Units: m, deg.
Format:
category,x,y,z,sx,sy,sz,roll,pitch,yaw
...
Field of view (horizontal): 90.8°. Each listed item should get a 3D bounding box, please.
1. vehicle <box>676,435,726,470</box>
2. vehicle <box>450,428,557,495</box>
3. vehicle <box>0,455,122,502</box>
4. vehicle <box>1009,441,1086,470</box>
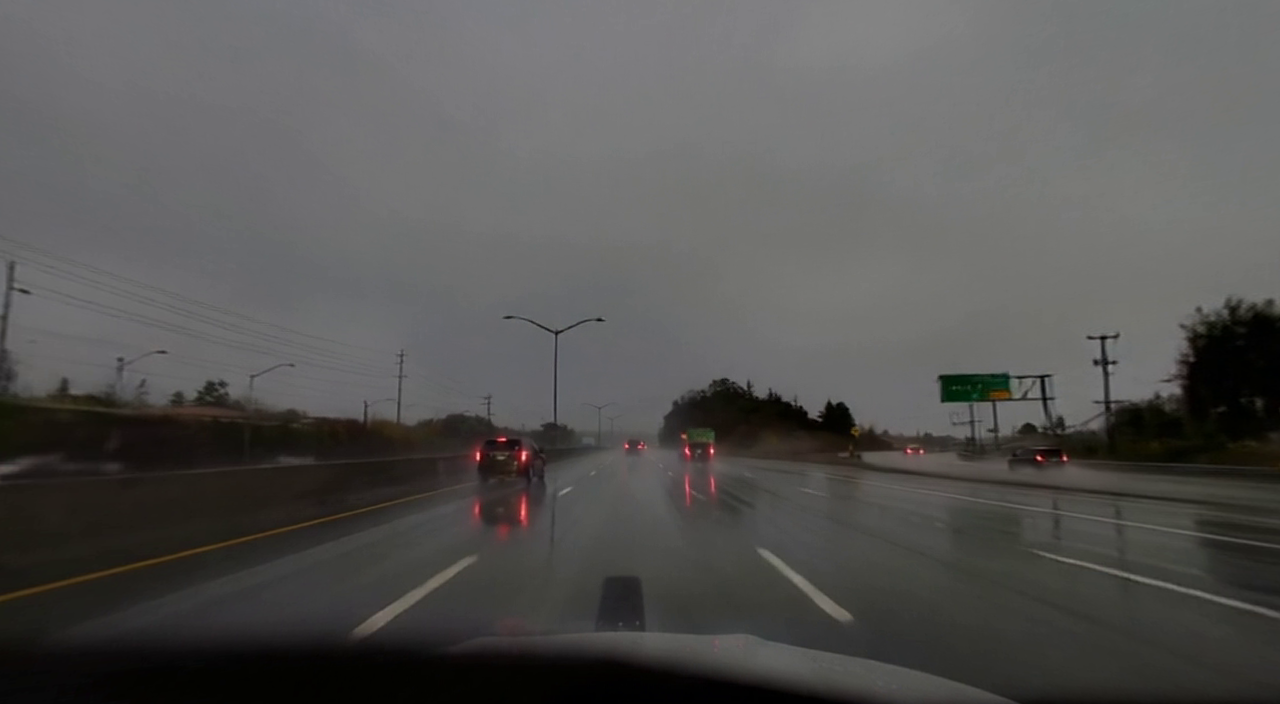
category,x,y,z,sx,sy,sz,roll,pitch,yaw
vehicle,2.969,5.033,31.743,1.997,1.638,4.281,0,-8,-1
vehicle,-3.775,3.131,18.430,2.099,1.682,4.590,0,-8,0
vehicle,-19.743,4.233,21.379,1.515,1.385,3.342,0,-8,0
vehicle,26.825,6.800,41.834,2.070,1.782,5.006,-1,-8,5
